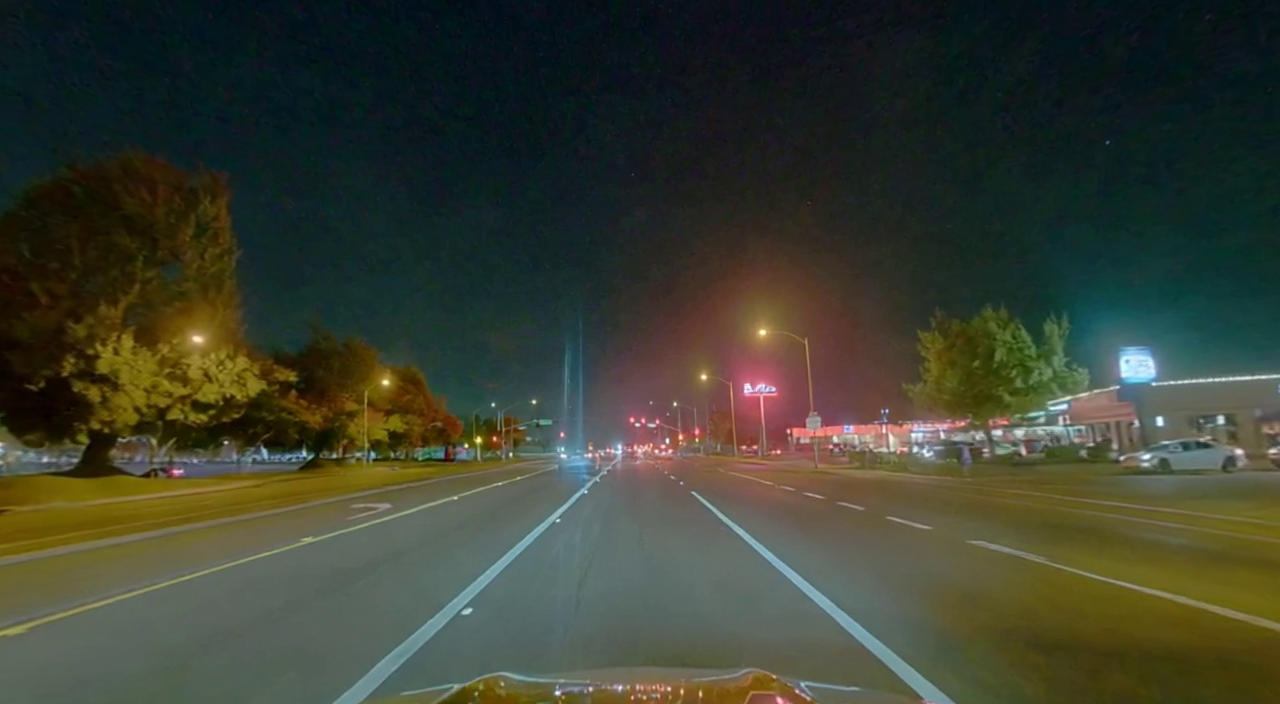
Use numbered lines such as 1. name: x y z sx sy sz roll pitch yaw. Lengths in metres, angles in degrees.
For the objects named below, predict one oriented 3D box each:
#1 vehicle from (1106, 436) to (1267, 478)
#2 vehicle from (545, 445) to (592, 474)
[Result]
1. vehicle: 21.477 4.124 24.972 4.551 1.555 2.018 0 -9 -3
2. vehicle: -3.839 5.862 34.688 2.097 1.497 4.571 0 -9 0
